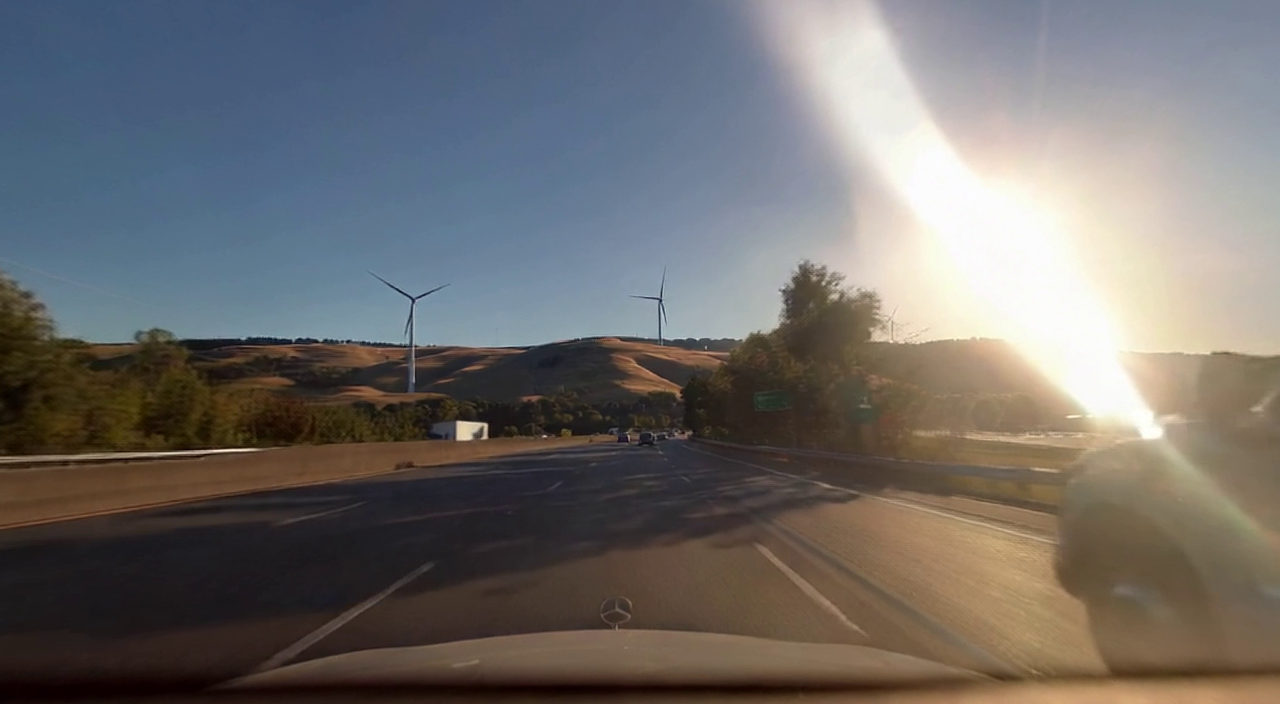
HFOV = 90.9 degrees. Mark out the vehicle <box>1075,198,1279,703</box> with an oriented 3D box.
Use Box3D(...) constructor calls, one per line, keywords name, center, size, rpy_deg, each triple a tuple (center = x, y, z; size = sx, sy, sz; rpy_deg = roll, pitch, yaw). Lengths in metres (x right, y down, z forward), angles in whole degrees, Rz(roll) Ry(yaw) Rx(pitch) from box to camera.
Box3D(name="vehicle", center=(3.165, 0.262, 0.142), size=(2.211, 1.982, 5.346), rpy_deg=(0, -8, -1))
